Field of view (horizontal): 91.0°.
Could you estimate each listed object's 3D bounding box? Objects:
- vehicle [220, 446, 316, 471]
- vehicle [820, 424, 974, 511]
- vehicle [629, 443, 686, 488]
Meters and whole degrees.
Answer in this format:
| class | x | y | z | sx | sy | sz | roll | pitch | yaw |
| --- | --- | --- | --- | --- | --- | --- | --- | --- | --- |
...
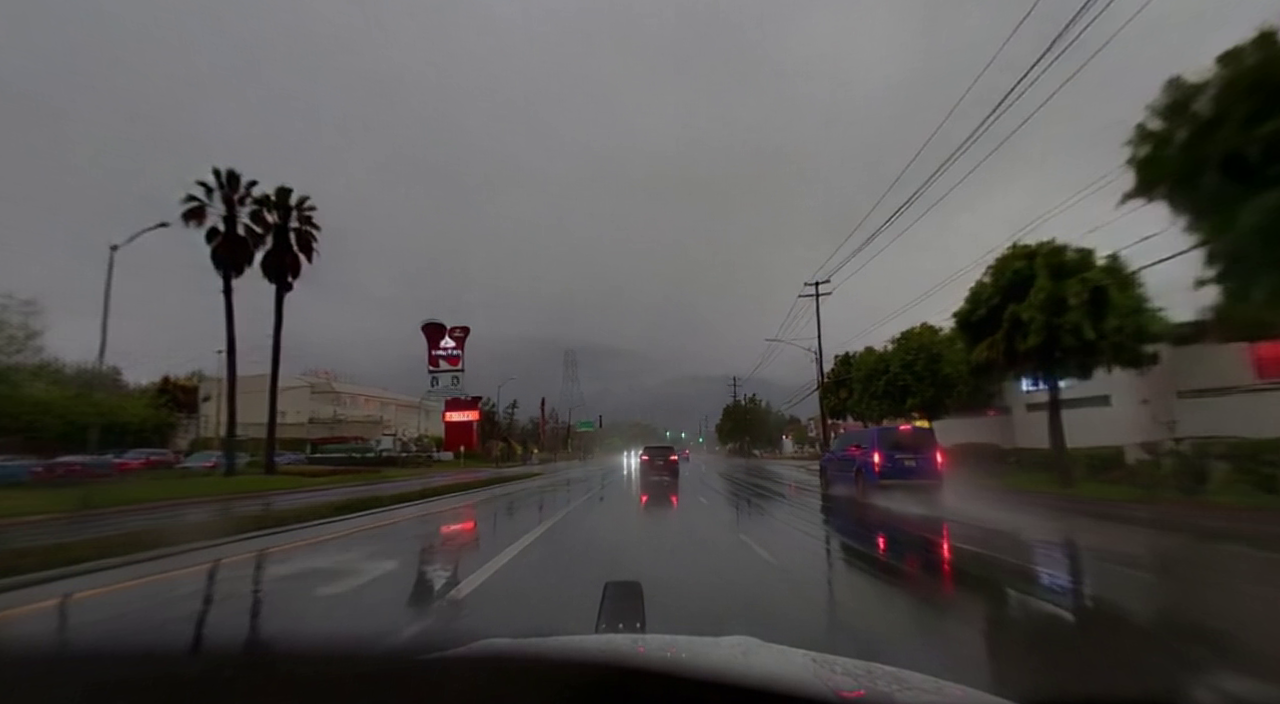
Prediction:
| class | x | y | z | sx | sy | sz | roll | pitch | yaw |
| --- | --- | --- | --- | --- | --- | --- | --- | --- | --- |
| vehicle | -23.765 | 6.799 | 40.298 | 4.942 | 1.557 | 2.032 | -1 | -9 | 7 |
| vehicle | 6.378 | 2.930 | 16.319 | 2.107 | 1.928 | 4.471 | 0 | -9 | 1 |
| vehicle | 0.727 | 4.604 | 25.790 | 2.138 | 1.672 | 4.168 | 0 | -9 | 2 |
